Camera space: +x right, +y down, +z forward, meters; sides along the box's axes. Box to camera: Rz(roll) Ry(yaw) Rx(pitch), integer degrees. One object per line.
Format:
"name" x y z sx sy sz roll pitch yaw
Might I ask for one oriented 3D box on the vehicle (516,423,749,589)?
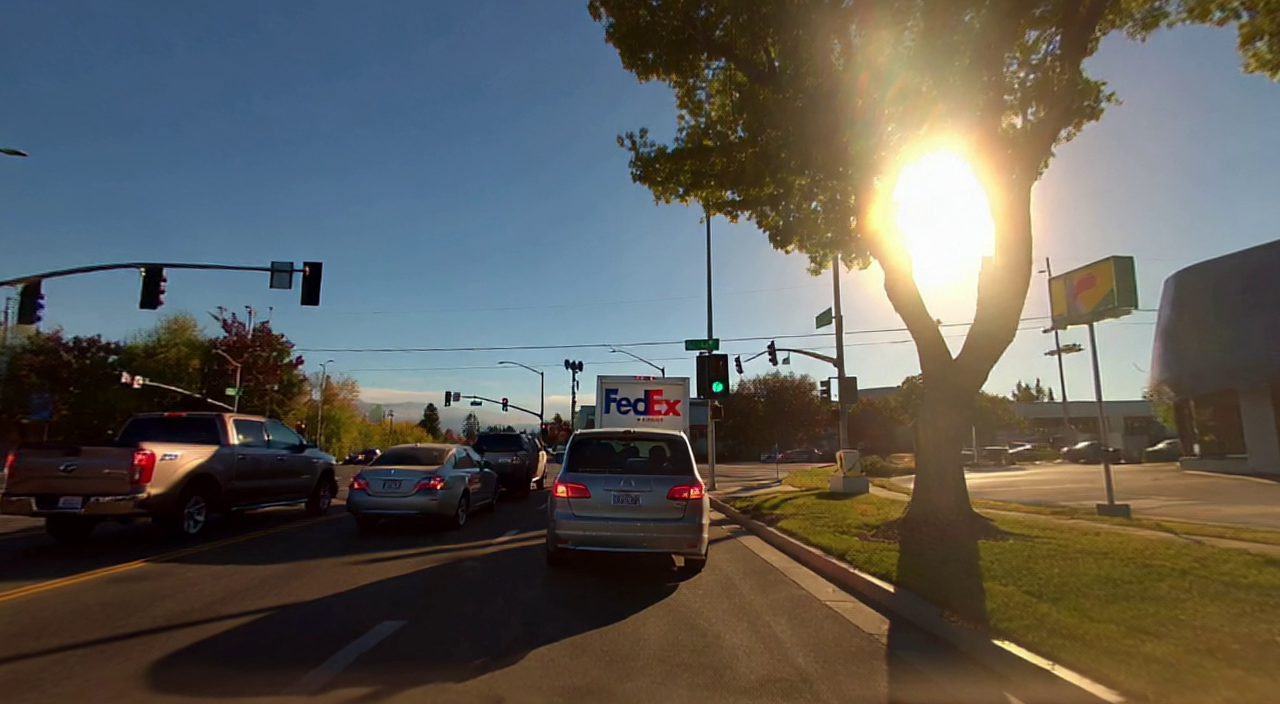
"vehicle" -0.074 1.745 7.985 2.145 1.513 4.269 0 -9 0

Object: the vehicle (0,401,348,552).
"vehicle" -7.304 1.980 10.720 2.125 1.893 5.498 0 -9 -2

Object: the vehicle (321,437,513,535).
"vehicle" -3.892 2.396 11.918 1.949 1.487 4.390 0 -9 1

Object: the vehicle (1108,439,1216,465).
"vehicle" 31.138 5.970 37.515 4.794 1.481 1.968 1 -9 -3

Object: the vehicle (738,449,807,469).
"vehicle" 10.213 8.287 48.642 4.841 1.494 1.829 1 -9 -5
